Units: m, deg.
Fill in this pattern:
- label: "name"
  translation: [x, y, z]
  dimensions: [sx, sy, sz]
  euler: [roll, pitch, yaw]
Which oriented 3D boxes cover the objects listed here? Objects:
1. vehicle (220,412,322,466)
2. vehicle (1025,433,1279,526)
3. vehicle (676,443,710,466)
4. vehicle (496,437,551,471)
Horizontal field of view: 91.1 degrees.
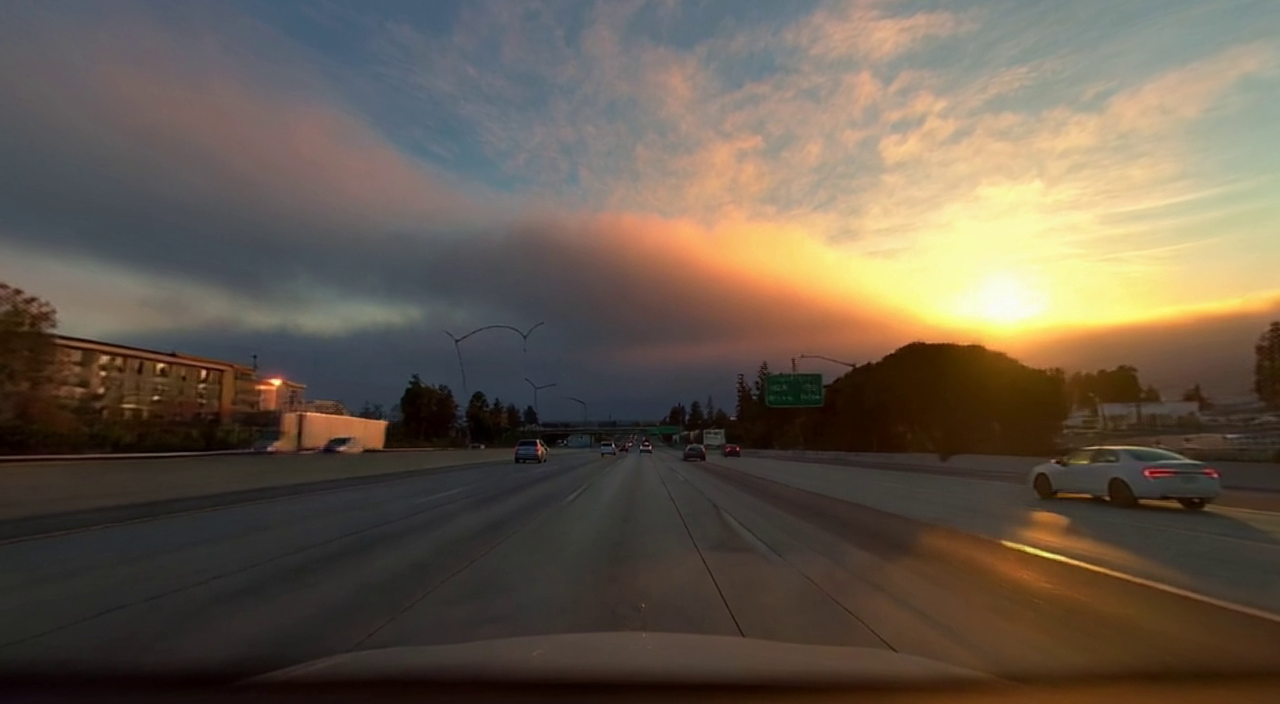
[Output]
- label: "vehicle"
  translation: [-28.906, 6.889, 49.721]
  dimensions: [3.119, 3.853, 7.750]
  euler: [-1, -8, 1]
- label: "vehicle"
  translation: [10.177, 2.396, 12.471]
  dimensions: [1.979, 1.467, 4.839]
  euler: [0, -8, 0]
- label: "vehicle"
  translation: [3.588, 6.996, 42.932]
  dimensions: [1.950, 1.453, 3.378]
  euler: [0, -9, -1]
- label: "vehicle"
  translation: [-6.382, 5.603, 34.802]
  dimensions: [2.091, 1.746, 4.437]
  euler: [0, -9, 1]
